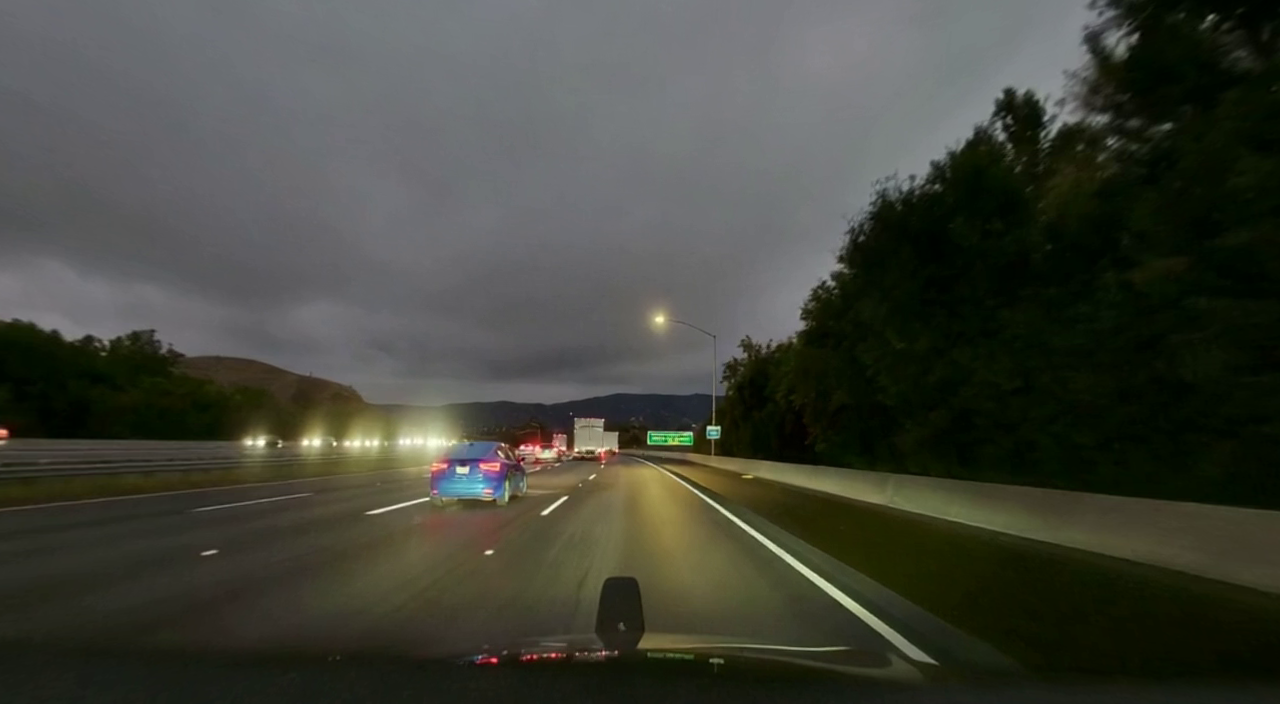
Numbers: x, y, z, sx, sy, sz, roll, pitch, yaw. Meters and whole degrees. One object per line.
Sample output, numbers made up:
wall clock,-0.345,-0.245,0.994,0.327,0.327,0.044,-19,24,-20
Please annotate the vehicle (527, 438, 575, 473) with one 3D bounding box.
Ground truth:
vehicle,-4.764,5.585,34.243,2.081,1.740,4.268,1,-9,-2

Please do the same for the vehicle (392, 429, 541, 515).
vehicle,-3.839,2.752,14.977,2.180,1.685,4.668,0,-9,0
